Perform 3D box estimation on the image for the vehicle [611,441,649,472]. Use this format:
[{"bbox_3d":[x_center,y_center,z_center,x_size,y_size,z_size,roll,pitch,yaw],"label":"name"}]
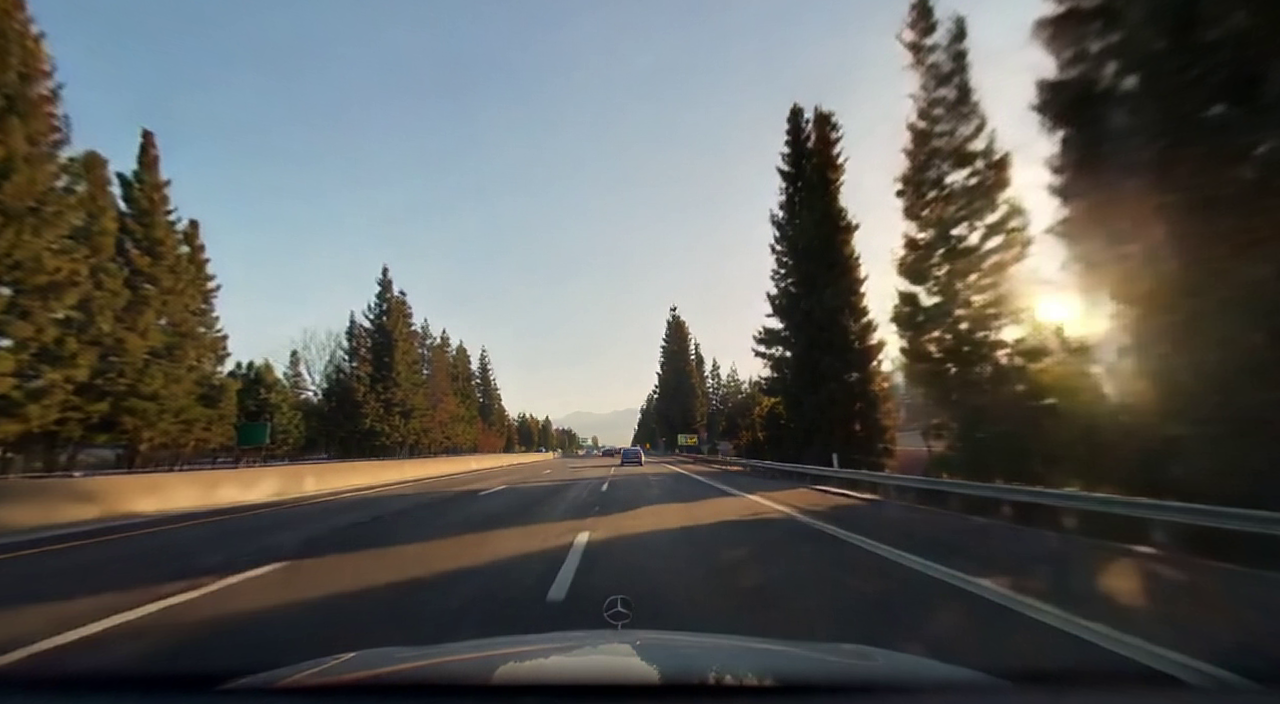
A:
[{"bbox_3d":[-0.586,6.273,37.853,2.120,1.715,4.153,0,-9,-1],"label":"vehicle"}]
